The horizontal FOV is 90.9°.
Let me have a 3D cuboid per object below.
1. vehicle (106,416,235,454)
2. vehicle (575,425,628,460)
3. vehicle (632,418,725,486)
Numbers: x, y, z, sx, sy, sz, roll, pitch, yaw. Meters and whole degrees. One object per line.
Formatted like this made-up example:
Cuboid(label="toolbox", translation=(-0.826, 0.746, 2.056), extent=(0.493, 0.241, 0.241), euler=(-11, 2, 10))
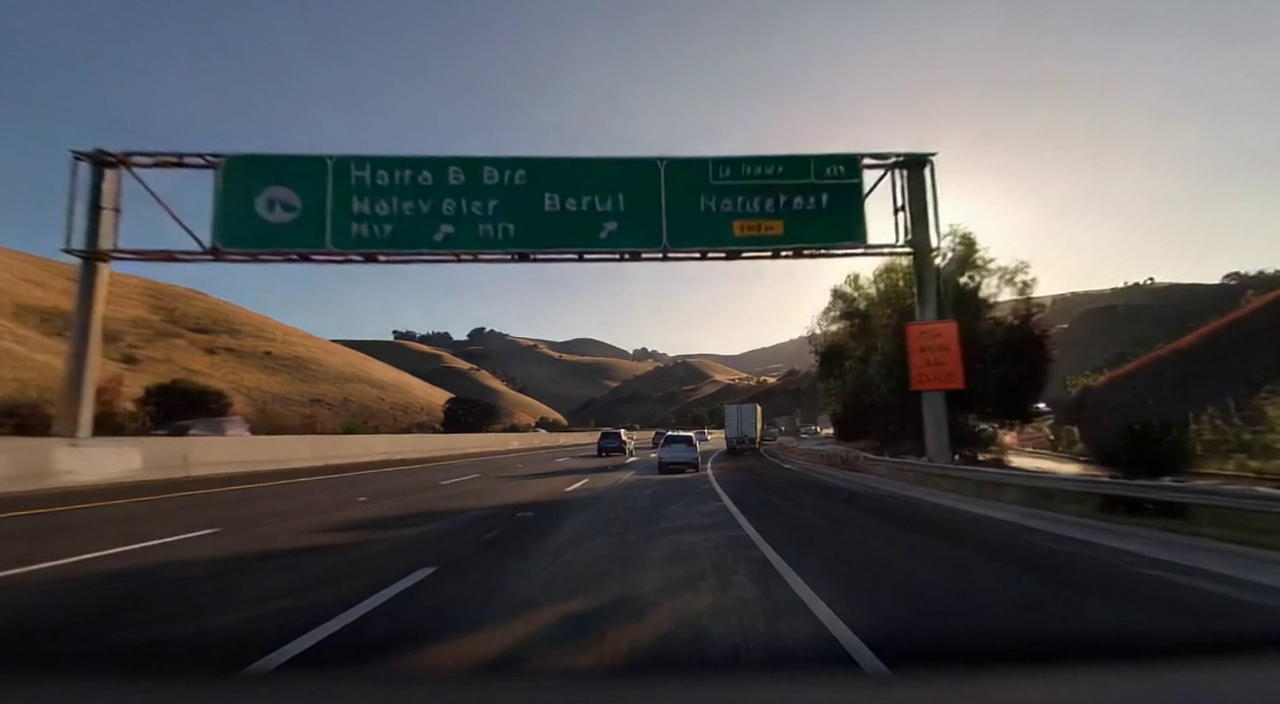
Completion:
Cuboid(label="vehicle", translation=(-23.338, 4.209, 31.689), extent=(2.019, 1.717, 5.356), euler=(-1, -8, 6))
Cuboid(label="vehicle", translation=(-2.003, 4.891, 34.127), extent=(2.077, 1.712, 4.406), euler=(-1, -8, 7))
Cuboid(label="vehicle", translation=(1.151, 3.049, 19.384), extent=(2.484, 1.820, 4.497), euler=(-1, -8, 3))
